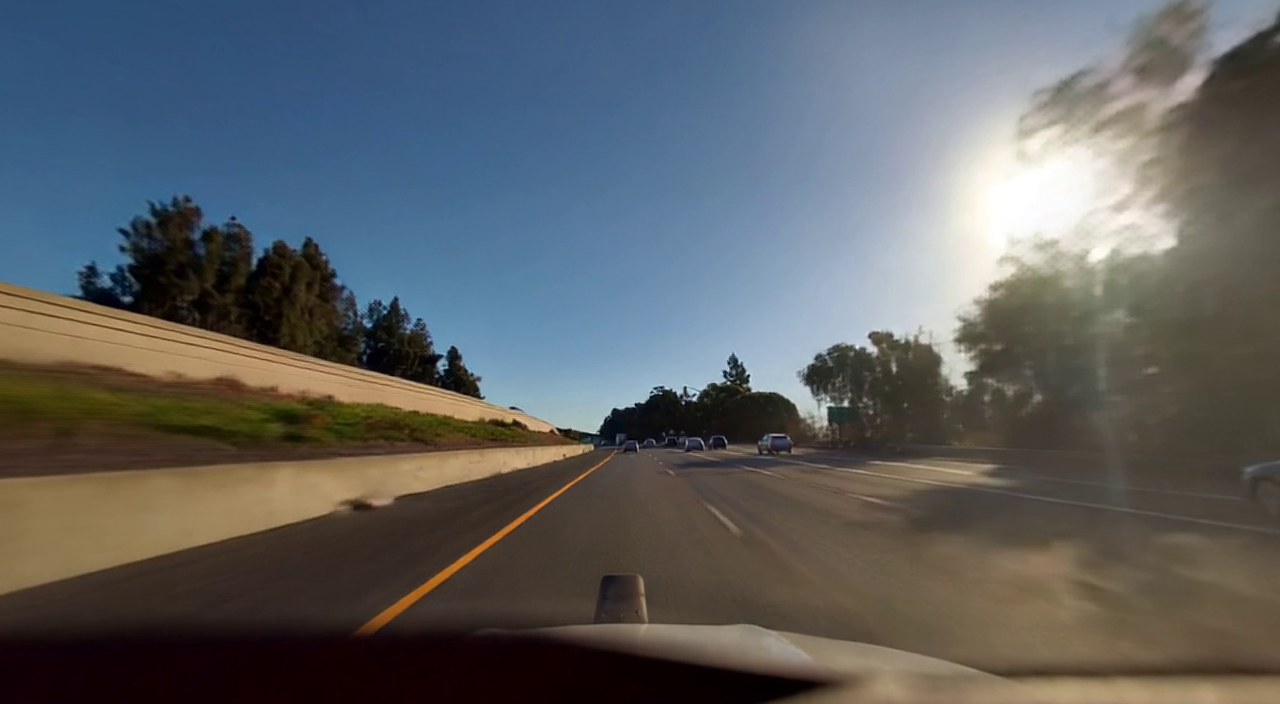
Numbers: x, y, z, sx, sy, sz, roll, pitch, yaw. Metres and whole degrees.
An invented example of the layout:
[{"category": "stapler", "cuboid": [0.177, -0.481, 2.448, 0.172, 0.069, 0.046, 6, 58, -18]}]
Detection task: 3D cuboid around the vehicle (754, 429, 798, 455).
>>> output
[{"category": "vehicle", "cuboid": [10.006, 6.690, 46.634, 2.077, 1.763, 4.472, 1, -8, -2]}]
